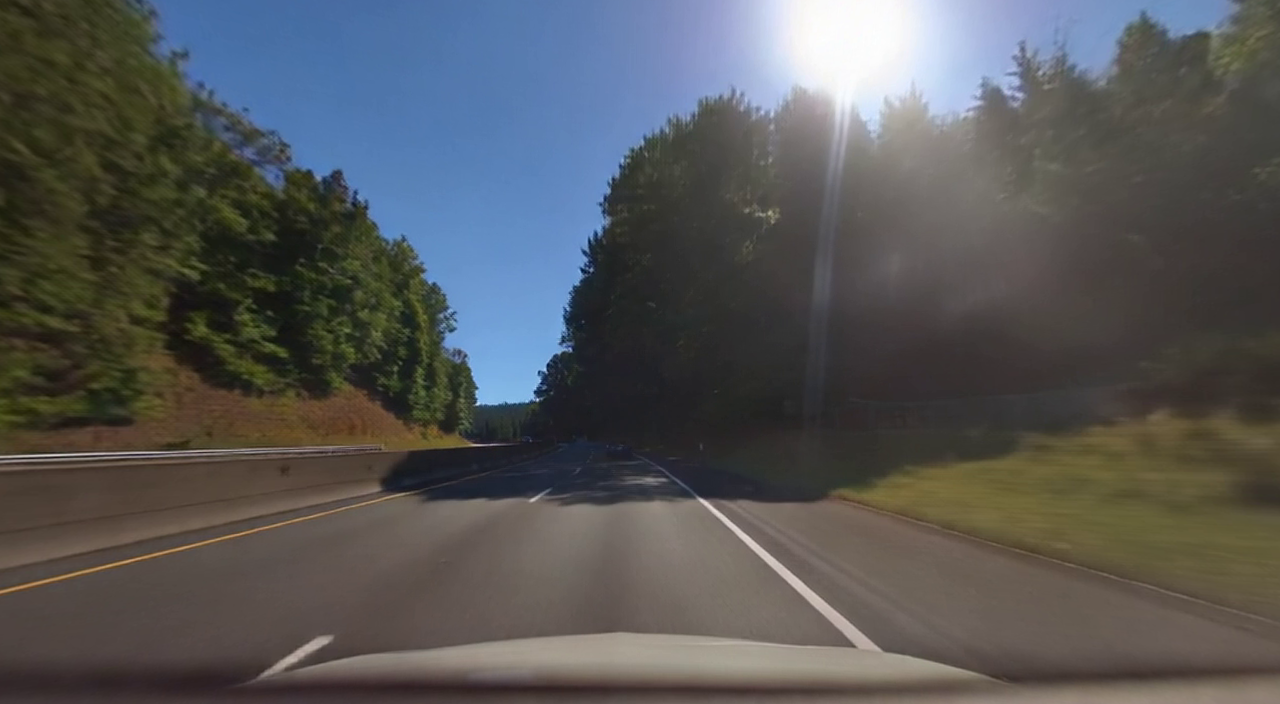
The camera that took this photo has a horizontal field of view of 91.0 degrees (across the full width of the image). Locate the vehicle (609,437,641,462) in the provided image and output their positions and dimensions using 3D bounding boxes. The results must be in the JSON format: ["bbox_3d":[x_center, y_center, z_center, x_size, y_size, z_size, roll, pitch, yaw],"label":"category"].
[{"bbox_3d":[-1.027,6.342,41.186,2.004,1.515,3.968,0,-8,-3],"label":"vehicle"}]
